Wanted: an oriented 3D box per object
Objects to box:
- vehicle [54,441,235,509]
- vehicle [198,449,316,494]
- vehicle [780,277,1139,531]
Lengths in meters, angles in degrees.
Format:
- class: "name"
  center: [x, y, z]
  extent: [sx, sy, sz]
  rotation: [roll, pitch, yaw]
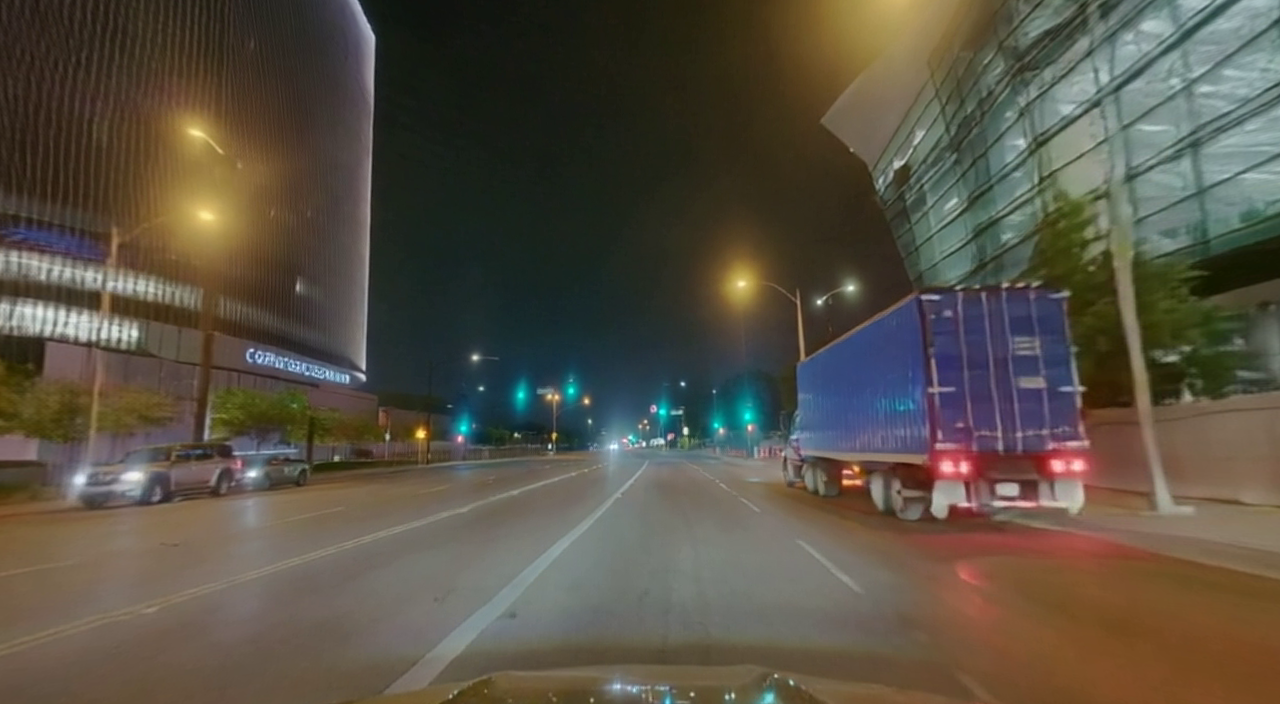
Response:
- class: "vehicle"
  center: [-16.167, 3.974, 21.065]
  extent: [1.937, 1.984, 4.928]
  rotation: [0, -8, 1]
- class: "vehicle"
  center: [-16.085, 5.003, 26.918]
  extent: [1.925, 1.665, 4.893]
  rotation: [0, -8, 0]
- class: "vehicle"
  center: [5.916, 1.460, 14.603]
  extent: [3.176, 3.913, 9.805]
  rotation: [0, -8, 0]
